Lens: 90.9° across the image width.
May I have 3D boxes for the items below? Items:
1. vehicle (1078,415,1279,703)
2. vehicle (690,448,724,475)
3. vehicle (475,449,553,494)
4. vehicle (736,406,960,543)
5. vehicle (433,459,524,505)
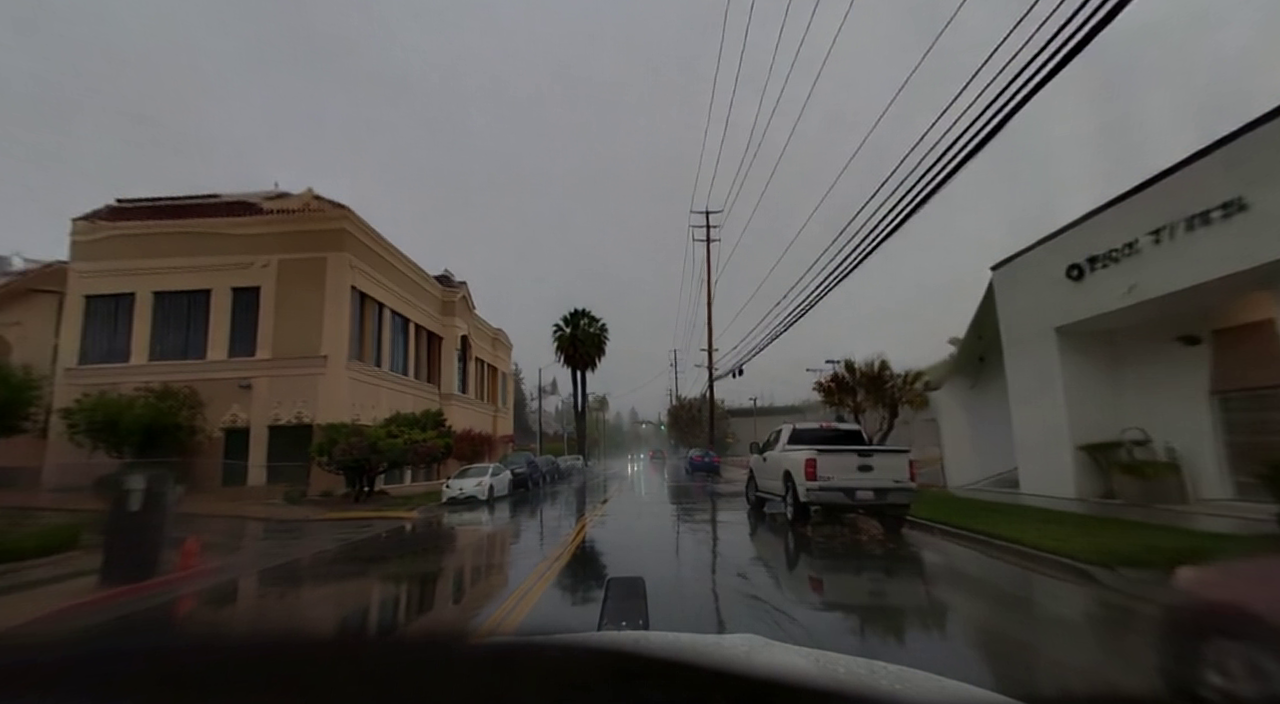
[{"bbox_3d":[3.499,0.786,1.006,2.060,1.513,4.741,0,-9,-2],"label":"vehicle"},{"bbox_3d":[4.320,7.131,41.319,1.948,1.607,4.873,0,-9,3],"label":"vehicle"},{"bbox_3d":[-5.523,5.314,28.518,2.286,1.836,5.088,0,-9,2],"label":"vehicle"},{"bbox_3d":[3.717,2.400,12.933,2.485,2.123,6.029,0,-9,0],"label":"vehicle"},{"bbox_3d":[-5.750,4.680,23.106,1.982,1.453,4.577,0,-9,1],"label":"vehicle"}]
